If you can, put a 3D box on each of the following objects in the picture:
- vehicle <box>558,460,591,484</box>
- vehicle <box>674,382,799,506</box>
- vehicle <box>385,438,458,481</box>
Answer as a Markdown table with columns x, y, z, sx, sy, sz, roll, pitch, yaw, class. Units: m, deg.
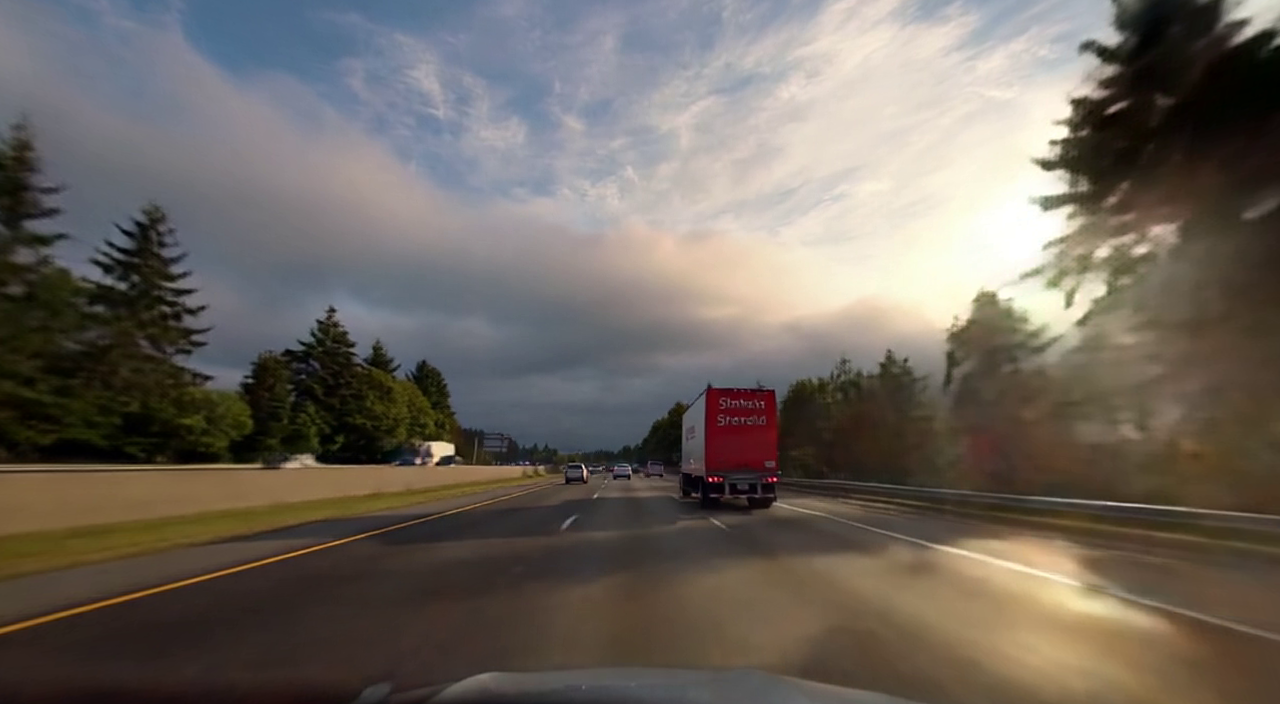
| x | y | z | sx | sy | sz | roll | pitch | yaw | class |
| --- | --- | --- | --- | --- | --- | --- | --- | --- | --- |
| -4.961 | 9.106 | 48.027 | 2.155 | 1.667 | 4.615 | 1 | -10 | -2 | vehicle |
| 3.776 | 4.476 | 29.190 | 2.992 | 4.300 | 13.967 | 1 | -10 | -2 | vehicle |
| -13.549 | 6.808 | 39.604 | 2.371 | 2.442 | 6.351 | 1 | -10 | -2 | vehicle |
